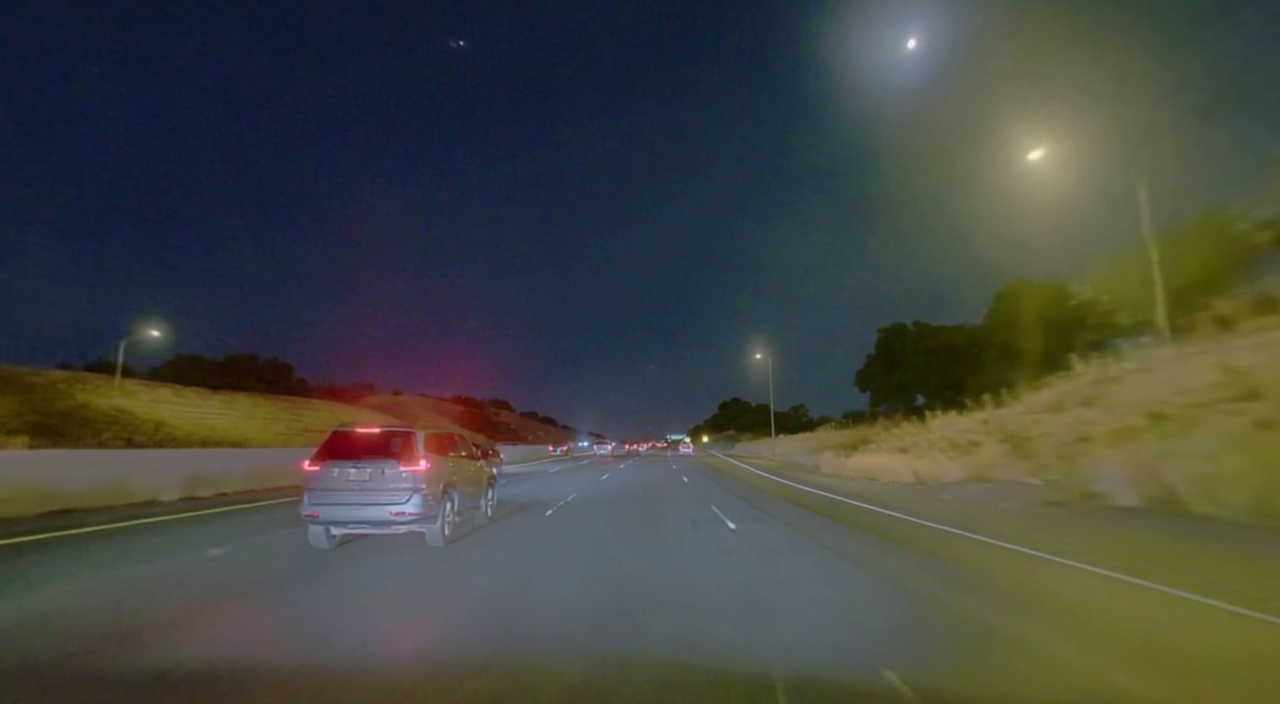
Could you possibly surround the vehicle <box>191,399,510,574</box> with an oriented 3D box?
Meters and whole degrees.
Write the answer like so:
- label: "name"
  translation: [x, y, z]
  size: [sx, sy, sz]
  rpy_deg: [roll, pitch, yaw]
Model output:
- label: "vehicle"
  translation: [-3.590, 1.795, 9.181]
  size: [2.218, 1.848, 4.789]
  rpy_deg: [0, -9, 2]
